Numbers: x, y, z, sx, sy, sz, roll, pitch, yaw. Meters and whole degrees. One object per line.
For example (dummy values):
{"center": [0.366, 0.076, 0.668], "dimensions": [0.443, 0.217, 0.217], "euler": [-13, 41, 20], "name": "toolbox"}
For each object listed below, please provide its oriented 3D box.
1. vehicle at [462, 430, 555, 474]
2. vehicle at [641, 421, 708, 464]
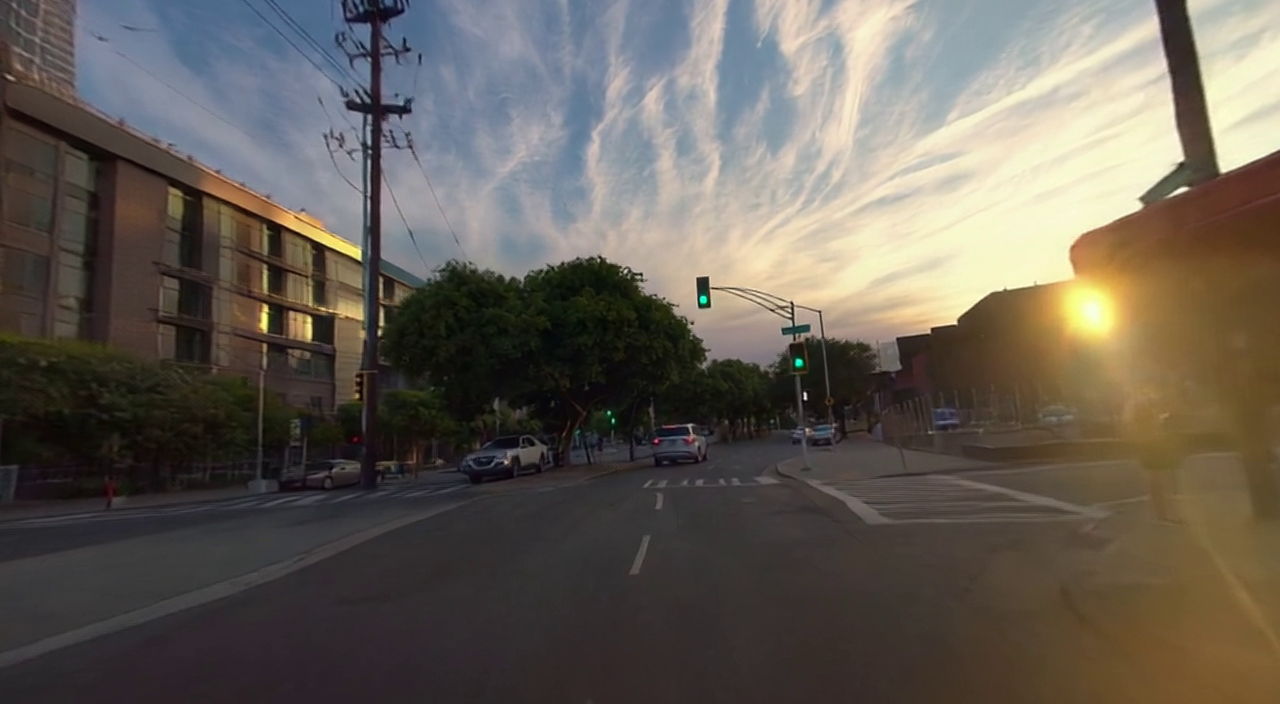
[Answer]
{"center": [-5.544, 4.305, 27.354], "dimensions": [2.017, 1.684, 4.483], "euler": [-3, -9, 16], "name": "vehicle"}
{"center": [1.625, 4.005, 27.822], "dimensions": [2.101, 1.721, 4.364], "euler": [-3, -9, 14], "name": "vehicle"}
